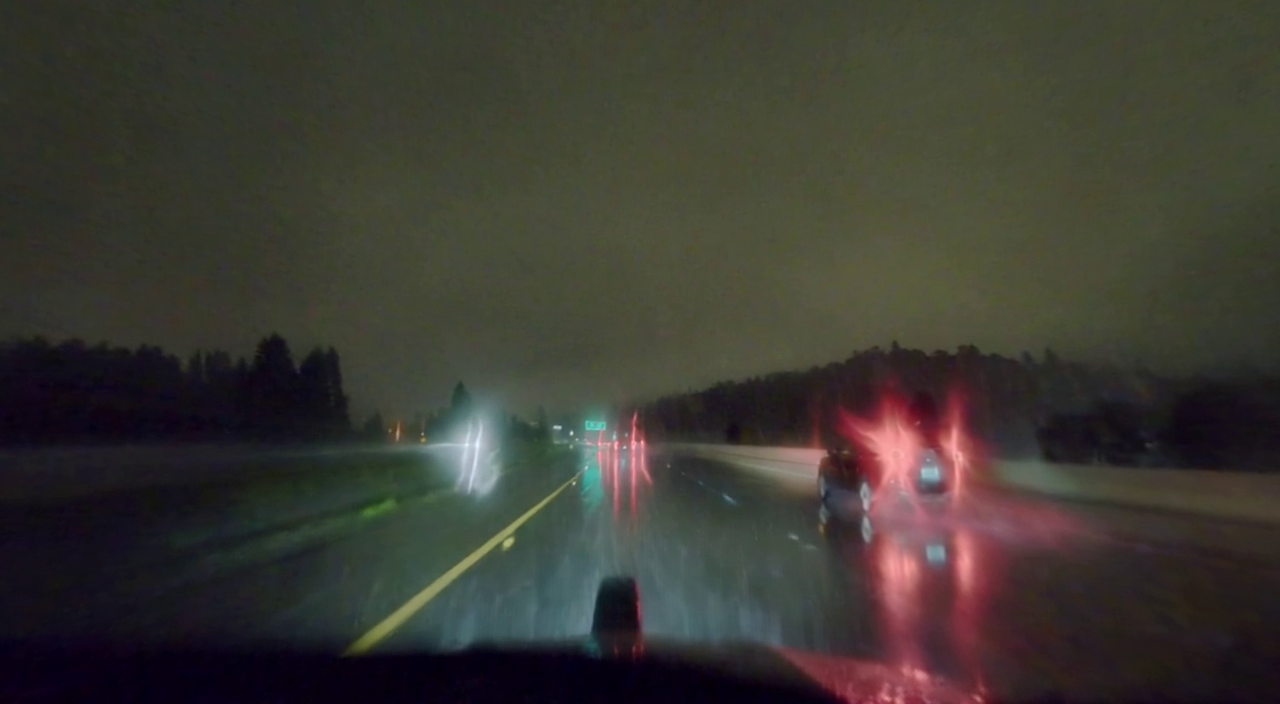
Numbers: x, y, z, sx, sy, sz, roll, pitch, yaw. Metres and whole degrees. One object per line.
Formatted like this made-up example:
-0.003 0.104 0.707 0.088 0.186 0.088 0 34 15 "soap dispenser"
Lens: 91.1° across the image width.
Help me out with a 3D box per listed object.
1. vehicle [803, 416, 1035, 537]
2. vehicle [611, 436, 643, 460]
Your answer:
4.030 1.834 9.858 1.852 1.513 3.652 0 -8 -2 "vehicle"
-0.917 6.393 42.095 1.998 1.512 3.735 0 -8 -3 "vehicle"
